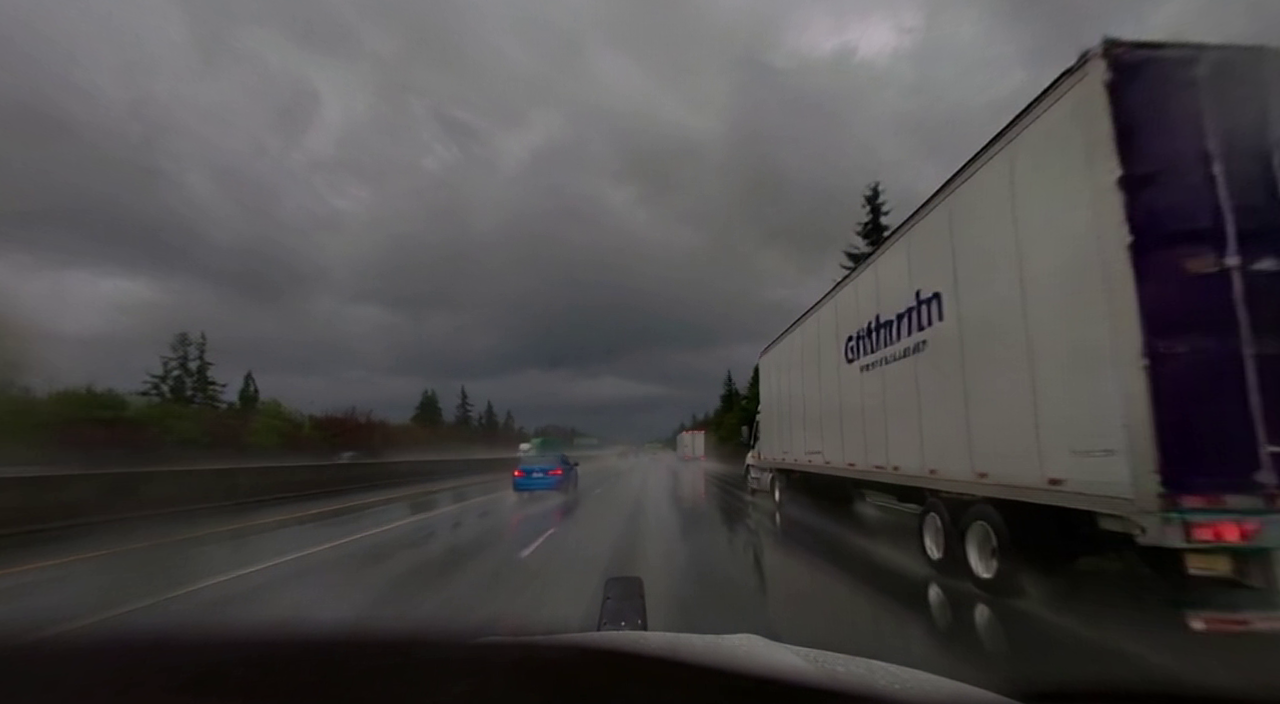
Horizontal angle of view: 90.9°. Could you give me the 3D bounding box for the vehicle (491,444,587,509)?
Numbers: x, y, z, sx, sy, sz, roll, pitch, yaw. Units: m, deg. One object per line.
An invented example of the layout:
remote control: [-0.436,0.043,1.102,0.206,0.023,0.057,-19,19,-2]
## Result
vehicle: [-2.675,3.413,17.774,1.960,1.579,4.384,0,-9,1]

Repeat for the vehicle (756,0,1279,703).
vehicle: [4.610,0.825,9.750,2.858,3.952,13.731,0,-9,-1]
